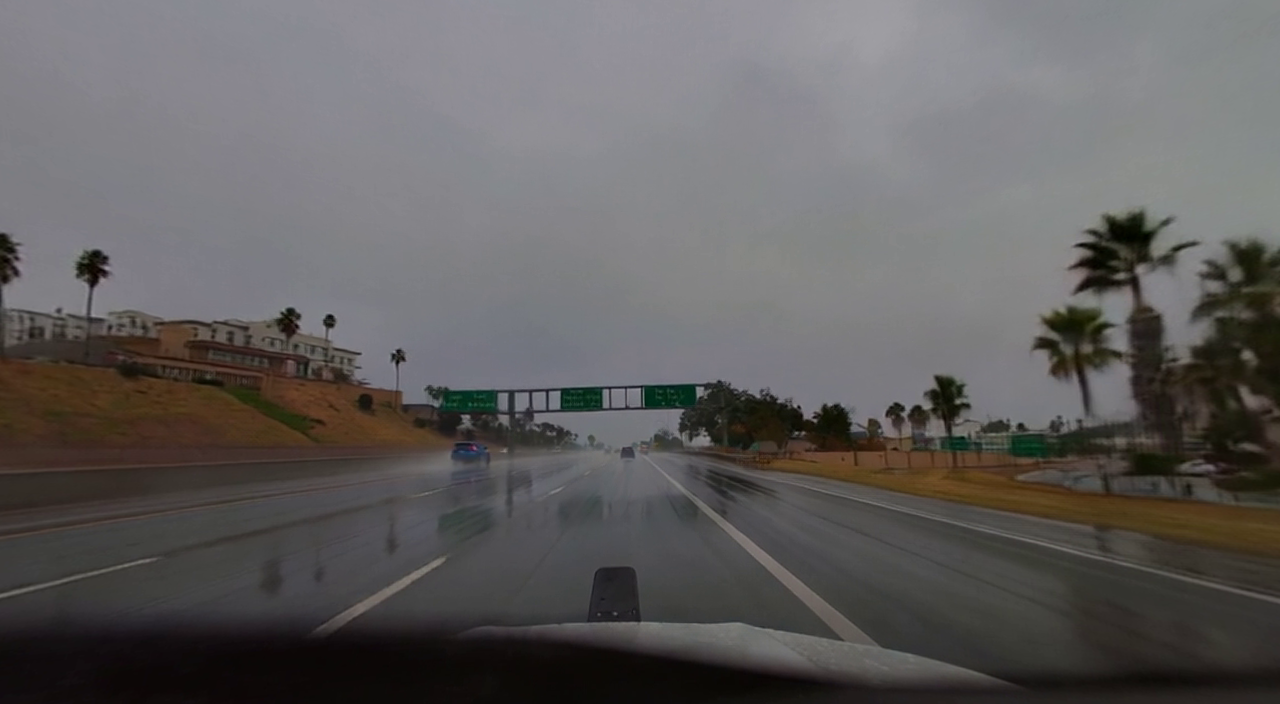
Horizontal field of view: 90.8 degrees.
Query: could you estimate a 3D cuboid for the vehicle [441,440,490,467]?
[{"bbox_3d":[-11.882,6.946,43.293,2.016,1.754,4.543,0,-8,0],"label":"vehicle"}]
